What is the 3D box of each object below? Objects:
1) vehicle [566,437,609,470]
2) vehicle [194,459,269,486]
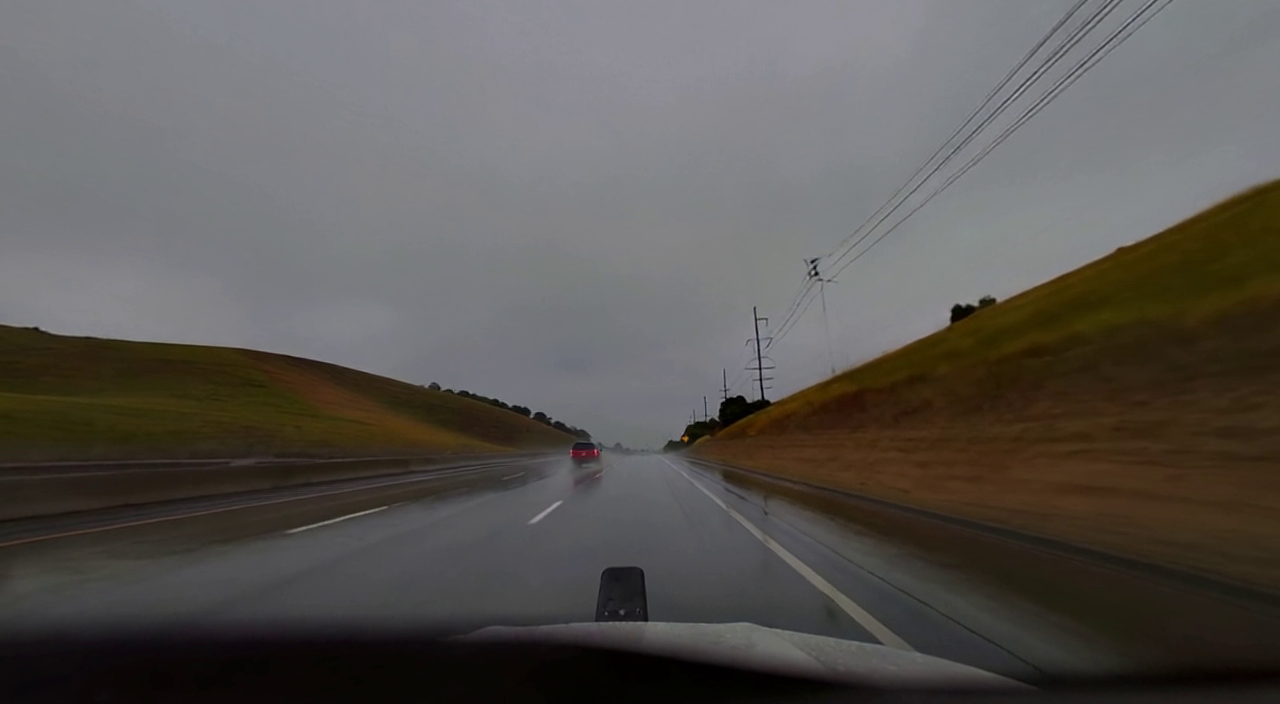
[{"bbox_3d":[-3.102,6.071,38.024,2.136,1.845,4.515,0,-8,1],"label":"vehicle"},{"bbox_3d":[-25.517,7.502,39.578,1.847,1.470,4.288,0,-8,0],"label":"vehicle"}]
